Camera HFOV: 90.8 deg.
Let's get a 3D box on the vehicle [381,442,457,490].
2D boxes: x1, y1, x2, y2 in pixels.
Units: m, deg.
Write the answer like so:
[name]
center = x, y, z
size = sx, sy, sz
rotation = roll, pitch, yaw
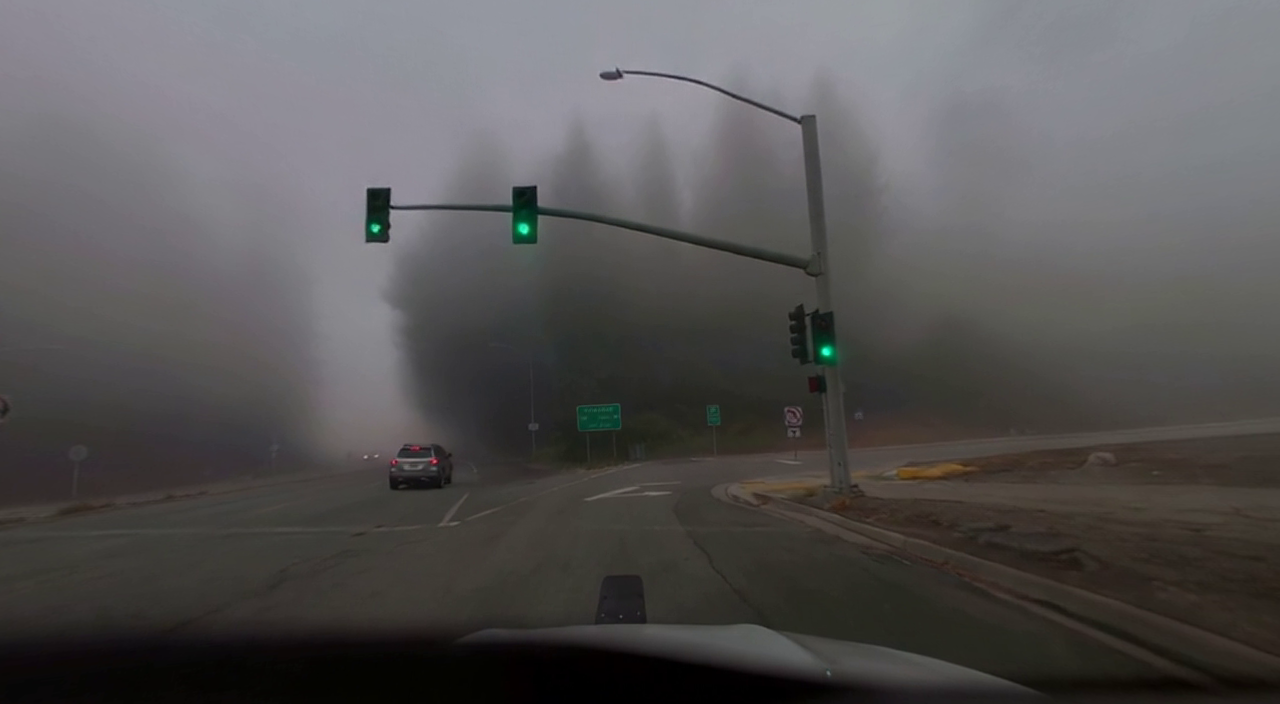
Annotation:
[vehicle]
center = -8.588, 4.430, 25.020
size = 2.134, 1.707, 4.471
rotation = 1, -8, -10
